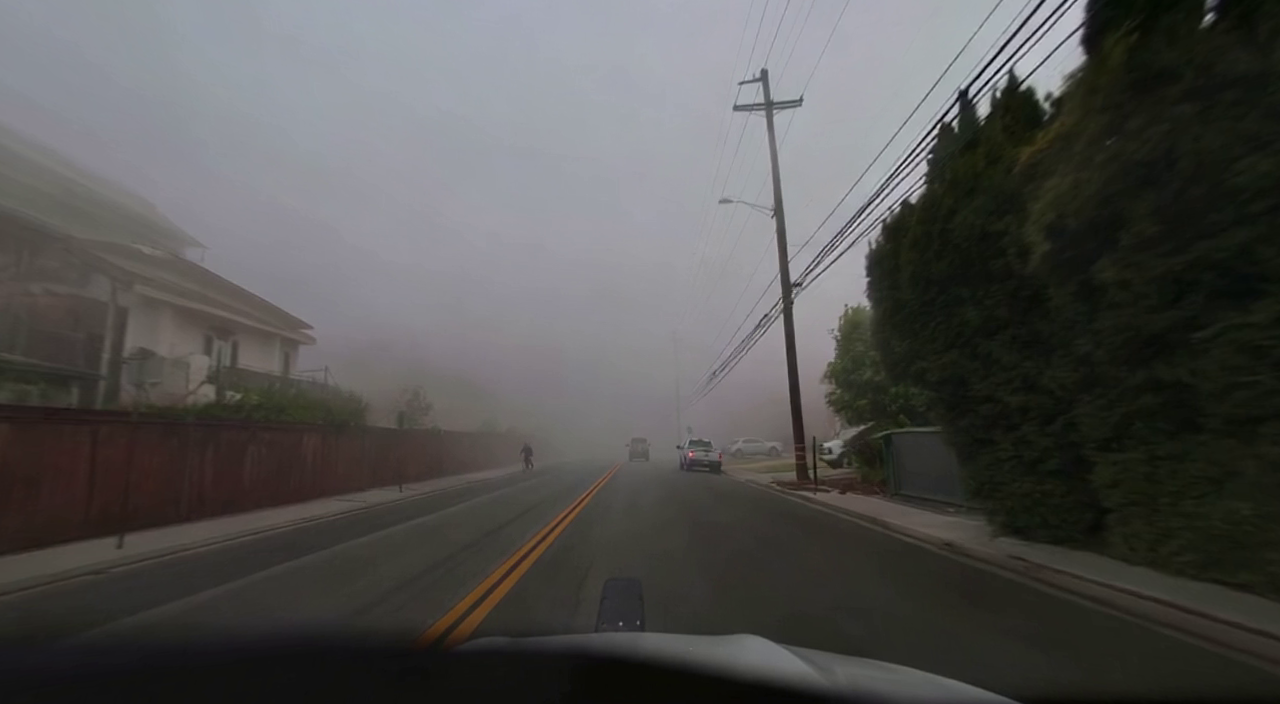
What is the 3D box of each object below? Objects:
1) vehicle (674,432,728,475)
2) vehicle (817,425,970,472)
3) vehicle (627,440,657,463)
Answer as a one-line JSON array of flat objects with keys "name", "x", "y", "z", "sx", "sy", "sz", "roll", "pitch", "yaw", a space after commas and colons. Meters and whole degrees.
[{"name": "vehicle", "x": 3.222, "y": 5.515, "z": 34.535, "sx": 2.278, "sy": 1.933, "sz": 5.860, "roll": 4, "pitch": -8, "yaw": 0}, {"name": "vehicle", "x": 11.254, "y": 4.352, "z": 28.412, "sx": 5.846, "sy": 1.971, "sz": 2.273, "roll": -1, "pitch": -9, "yaw": 2}, {"name": "vehicle", "x": 0.139, "y": 7.661, "z": 48.852, "sx": 2.177, "sy": 1.703, "sz": 4.110, "roll": 0, "pitch": -9, "yaw": 0}]
